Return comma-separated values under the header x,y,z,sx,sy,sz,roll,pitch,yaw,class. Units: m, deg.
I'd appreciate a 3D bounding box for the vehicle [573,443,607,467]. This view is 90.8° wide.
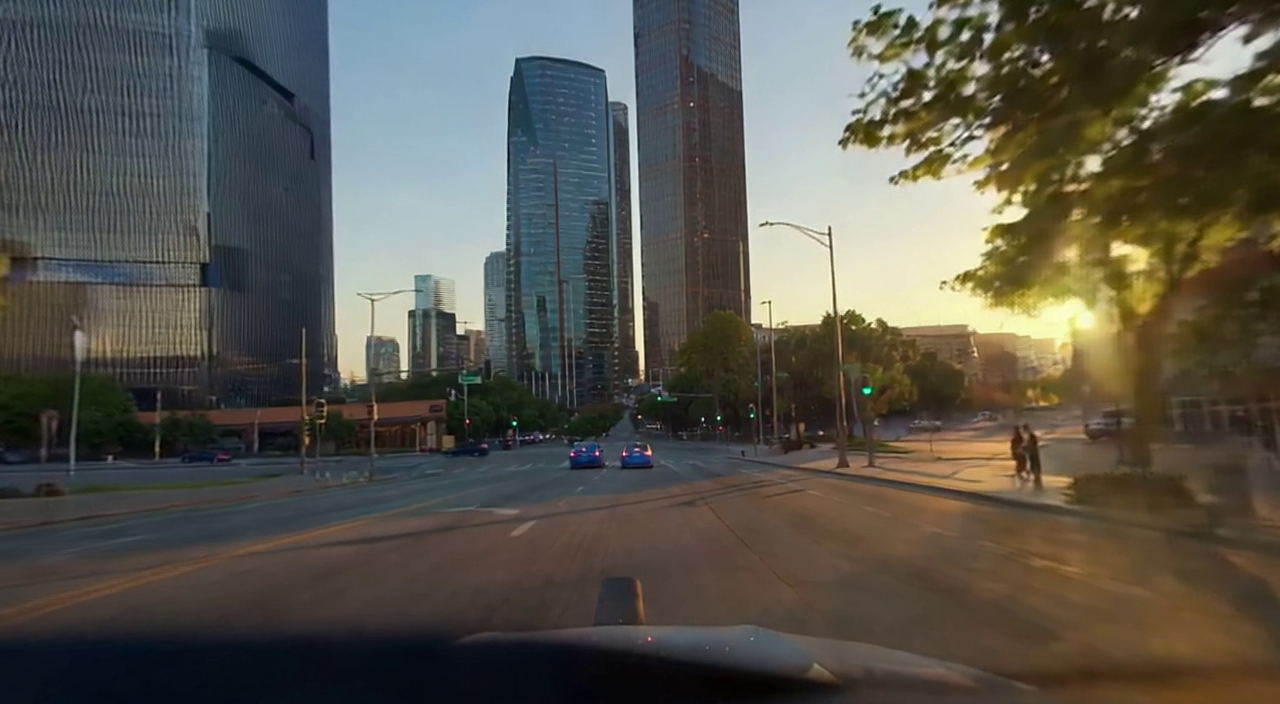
x,y,z,sx,sy,sz,roll,pitch,yaw,class
-3.353,7.010,43.233,1.995,1.479,4.627,0,-8,0,vehicle

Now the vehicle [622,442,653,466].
x,y,z,sx,sy,sz,roll,pitch,yaw,class
-0.159,6.781,42.218,2.016,1.478,3.795,0,-8,0,vehicle
